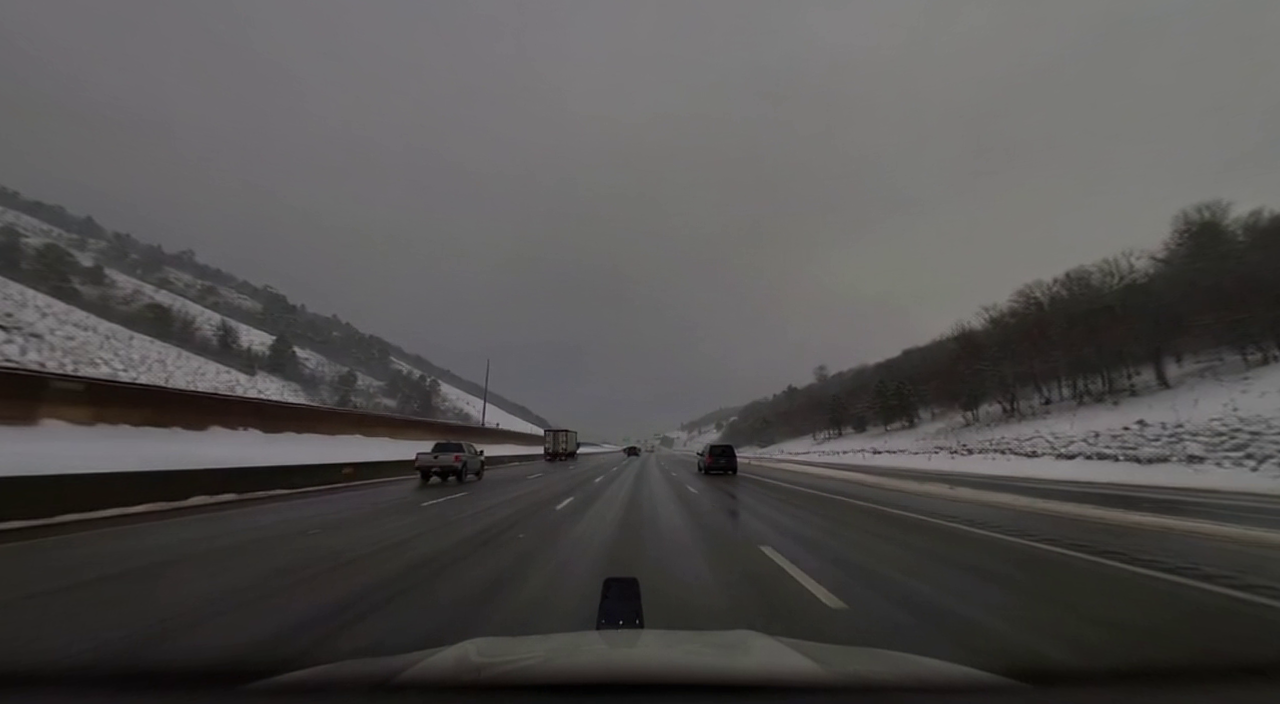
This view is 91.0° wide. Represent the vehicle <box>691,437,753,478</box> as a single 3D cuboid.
[{"bbox_3d":[3.781,5.003,29.981,2.231,1.789,4.700,0,-9,-1],"label":"vehicle"}]

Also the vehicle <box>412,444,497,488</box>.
[{"bbox_3d":[-7.296,4.516,25.296,1.935,1.550,4.883,0,-9,0],"label":"vehicle"}]
